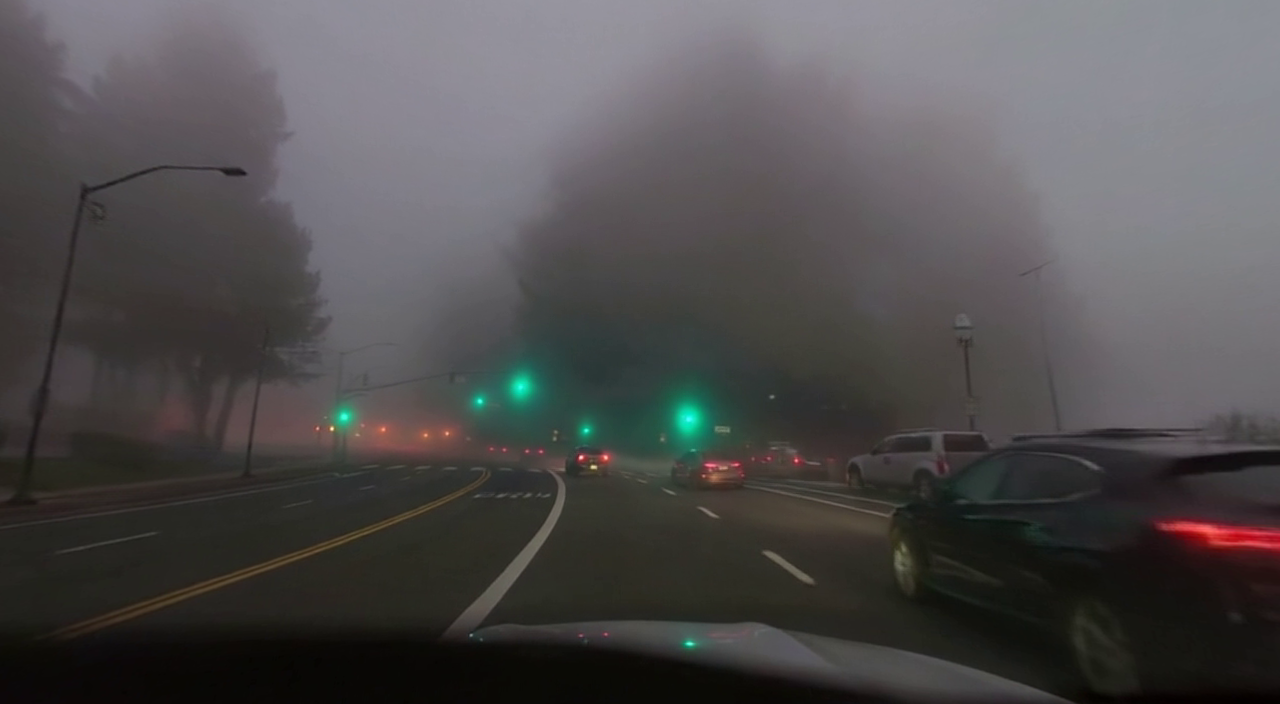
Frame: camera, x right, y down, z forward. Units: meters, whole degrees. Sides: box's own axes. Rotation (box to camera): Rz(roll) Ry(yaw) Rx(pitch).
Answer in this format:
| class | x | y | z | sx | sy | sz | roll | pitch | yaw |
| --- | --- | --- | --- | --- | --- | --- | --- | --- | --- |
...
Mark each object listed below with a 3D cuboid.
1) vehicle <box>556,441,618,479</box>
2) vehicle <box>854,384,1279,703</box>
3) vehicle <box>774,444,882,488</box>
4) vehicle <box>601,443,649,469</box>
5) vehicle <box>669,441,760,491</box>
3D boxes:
| class | x | y | z | sx | sy | sz | roll | pitch | yaw |
| --- | --- | --- | --- | --- | --- | --- | --- | --- | --- |
| vehicle | -2.540 | 4.893 | 28.875 | 2.308 | 1.535 | 4.811 | 2 | -9 | -11 |
| vehicle | 3.144 | 1.112 | 3.708 | 2.280 | 1.472 | 4.426 | 0 | -8 | 1 |
| vehicle | 6.618 | 4.057 | 22.821 | 1.903 | 1.432 | 4.514 | 2 | -9 | -10 |
| vehicle | -0.970 | 6.297 | 38.235 | 1.957 | 1.463 | 4.701 | 2 | -9 | -13 |
| vehicle | 2.324 | 3.739 | 21.044 | 1.984 | 1.476 | 4.488 | 1 | -9 | -7 |
